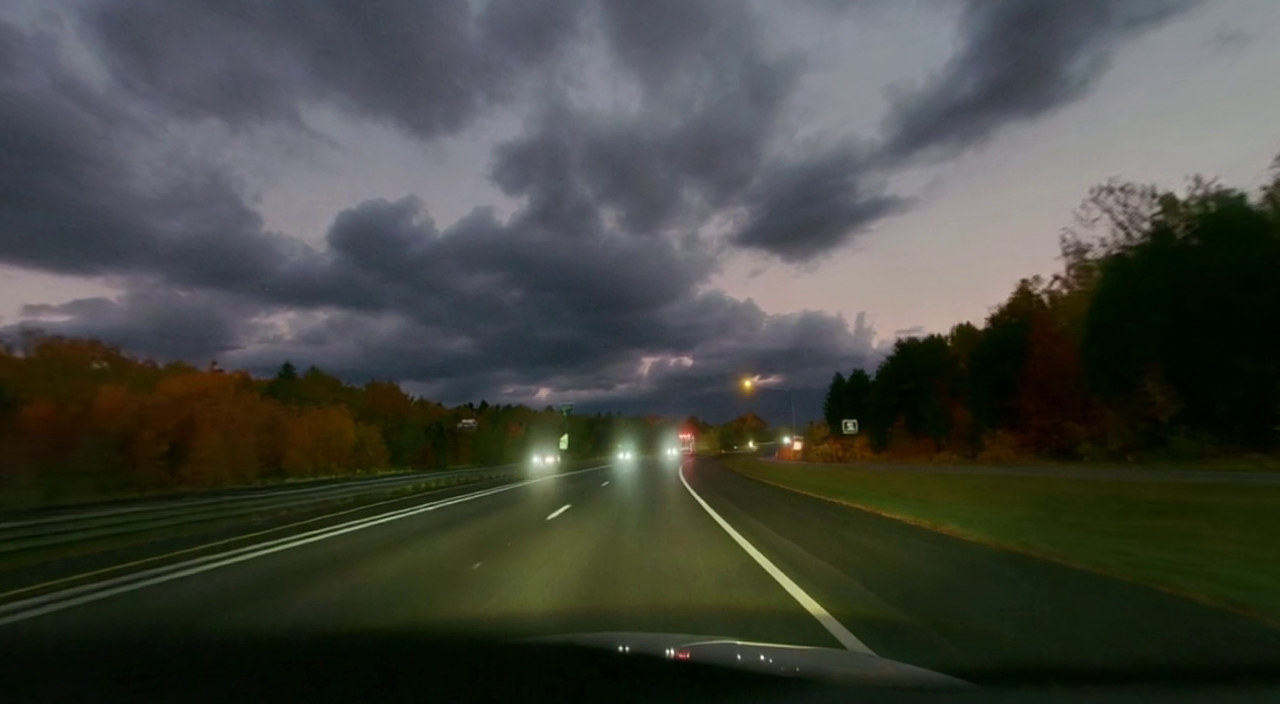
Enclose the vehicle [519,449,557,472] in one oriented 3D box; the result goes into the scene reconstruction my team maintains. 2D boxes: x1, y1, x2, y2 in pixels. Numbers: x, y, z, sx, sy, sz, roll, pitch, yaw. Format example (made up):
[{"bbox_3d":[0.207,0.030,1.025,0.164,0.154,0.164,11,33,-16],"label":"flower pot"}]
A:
[{"bbox_3d":[-7.225,7.712,44.691,1.858,1.498,4.096,-1,-9,3],"label":"vehicle"}]
